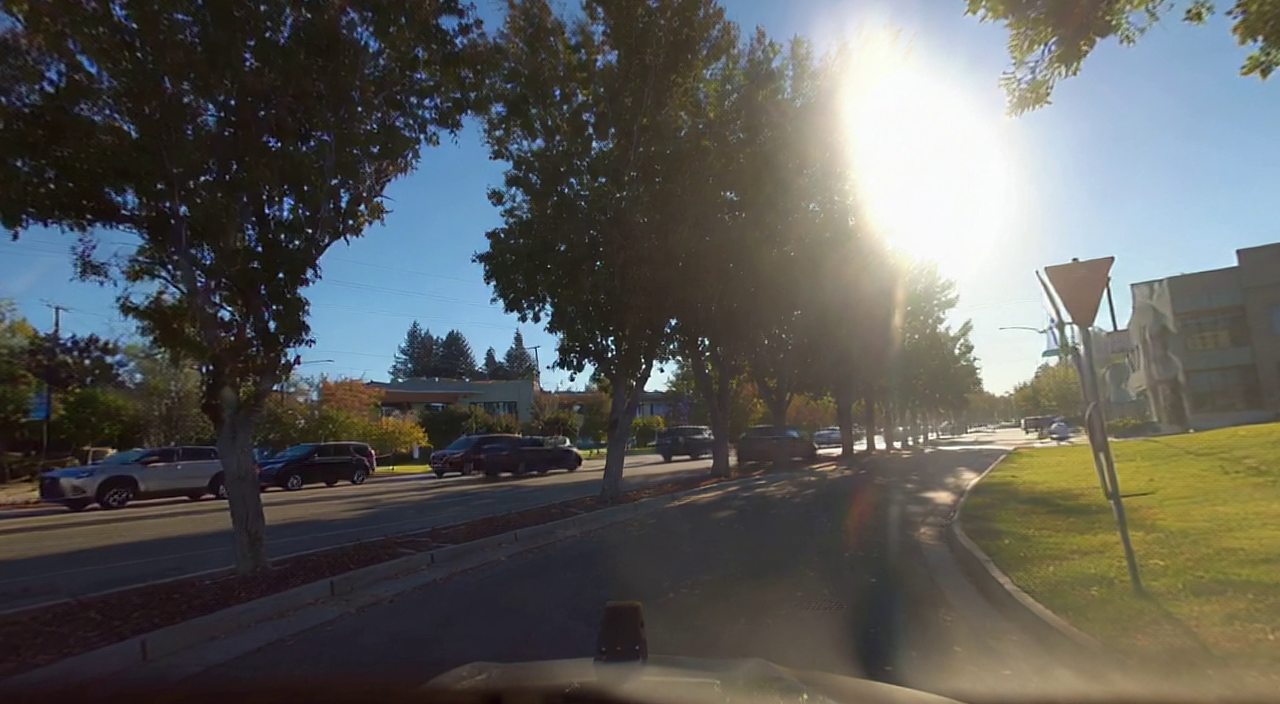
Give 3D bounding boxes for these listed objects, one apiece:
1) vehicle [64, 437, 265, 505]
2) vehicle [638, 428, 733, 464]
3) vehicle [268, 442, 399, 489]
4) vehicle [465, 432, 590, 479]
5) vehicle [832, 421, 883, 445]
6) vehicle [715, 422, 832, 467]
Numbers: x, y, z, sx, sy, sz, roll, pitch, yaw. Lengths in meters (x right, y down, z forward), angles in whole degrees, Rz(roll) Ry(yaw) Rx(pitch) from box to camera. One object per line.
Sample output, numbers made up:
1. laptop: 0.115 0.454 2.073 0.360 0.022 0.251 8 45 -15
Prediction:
1. vehicle: -15.771 3.905 21.268 2.294 2.000 4.788 -7 -10 33
2. vehicle: 2.331 4.679 31.392 2.146 1.555 4.810 -12 -14 41
3. vehicle: -12.422 4.568 25.880 1.904 1.719 4.326 -6 -10 37
4. vehicle: -4.866 4.500 27.845 2.313 1.688 5.015 -12 -12 39
5. vehicle: 15.966 5.927 46.090 2.040 1.625 5.119 -5 -10 36
6. vehicle: 5.444 3.727 25.373 2.201 1.574 5.060 -11 -13 42
